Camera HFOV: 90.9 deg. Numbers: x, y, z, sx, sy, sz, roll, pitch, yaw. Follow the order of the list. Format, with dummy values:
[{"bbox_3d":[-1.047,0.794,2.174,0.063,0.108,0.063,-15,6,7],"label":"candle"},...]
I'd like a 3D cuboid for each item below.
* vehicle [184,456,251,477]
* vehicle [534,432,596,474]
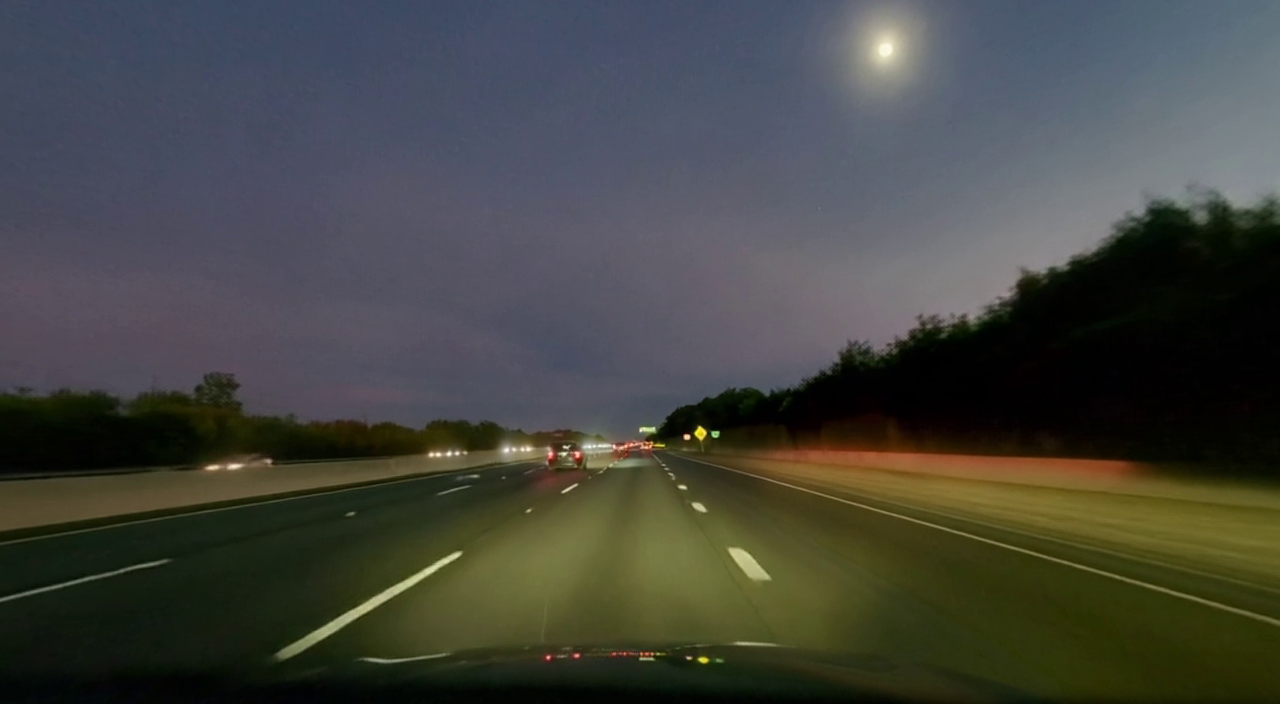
[{"bbox_3d":[-32.777,8.911,49.085,2.019,1.469,4.523,0,-8,1],"label":"vehicle"},{"bbox_3d":[-3.450,4.794,30.070,2.283,1.802,4.810,0,-8,1],"label":"vehicle"}]
